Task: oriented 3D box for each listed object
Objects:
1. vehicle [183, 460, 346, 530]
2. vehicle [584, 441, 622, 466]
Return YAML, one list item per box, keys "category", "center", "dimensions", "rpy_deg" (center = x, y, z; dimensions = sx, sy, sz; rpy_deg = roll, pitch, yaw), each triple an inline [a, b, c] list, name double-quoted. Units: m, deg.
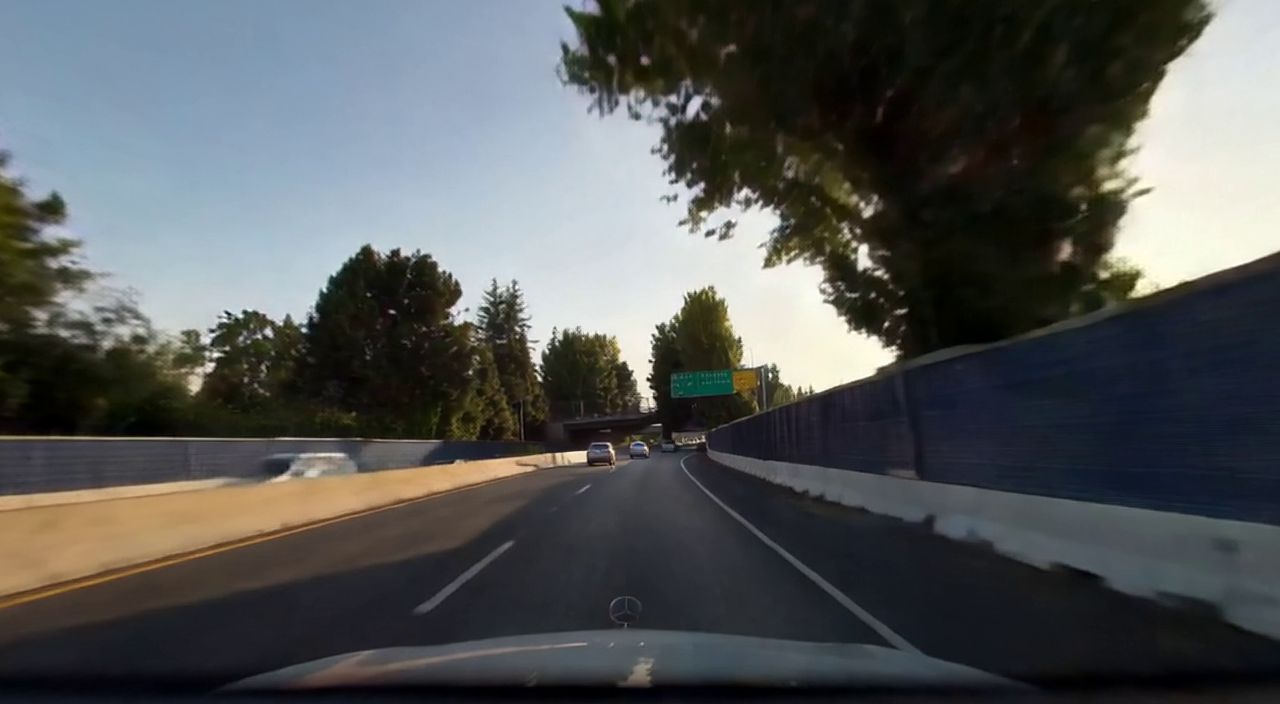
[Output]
- category: "vehicle"
  center: [-10.596, 4.025, 18.234]
  dimensions: [1.931, 1.645, 4.338]
  rpy_deg: [0, -8, 1]
- category: "vehicle"
  center: [-2.362, 6.620, 41.177]
  dimensions: [1.985, 1.518, 3.847]
  rpy_deg: [-1, -8, 4]
